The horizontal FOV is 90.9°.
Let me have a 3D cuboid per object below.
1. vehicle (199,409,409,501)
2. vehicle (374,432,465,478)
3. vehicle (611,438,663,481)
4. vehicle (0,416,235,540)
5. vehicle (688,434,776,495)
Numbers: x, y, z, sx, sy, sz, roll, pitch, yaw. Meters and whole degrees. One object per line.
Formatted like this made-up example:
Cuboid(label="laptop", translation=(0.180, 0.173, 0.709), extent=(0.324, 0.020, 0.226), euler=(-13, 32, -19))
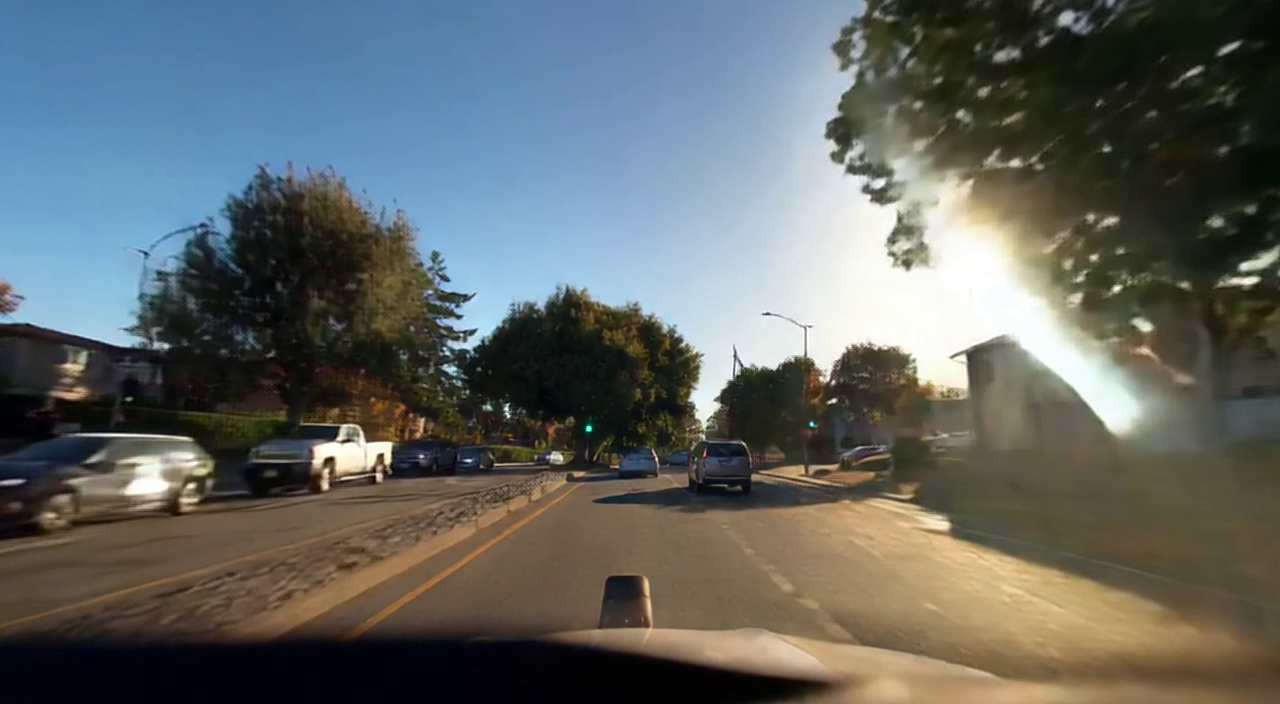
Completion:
Cuboid(label="vehicle", translation=(-9.094, 2.913, 18.188), extent=(2.037, 2.113, 7.185), euler=(0, -9, 1))
Cuboid(label="vehicle", translation=(-9.155, 4.343, 26.753), extent=(1.893, 1.735, 5.318), euler=(0, -9, 0))
Cuboid(label="vehicle", translation=(-0.156, 4.876, 28.857), extent=(2.185, 1.822, 4.391), euler=(0, -9, -1))
Cuboid(label="vehicle", translation=(-9.339, 2.041, 10.761), extent=(1.988, 1.663, 4.316), euler=(0, -9, -1))
Cuboid(label="vehicle", translation=(2.914, 3.673, 20.970), extent=(2.166, 1.799, 4.372), euler=(0, -9, -1))
